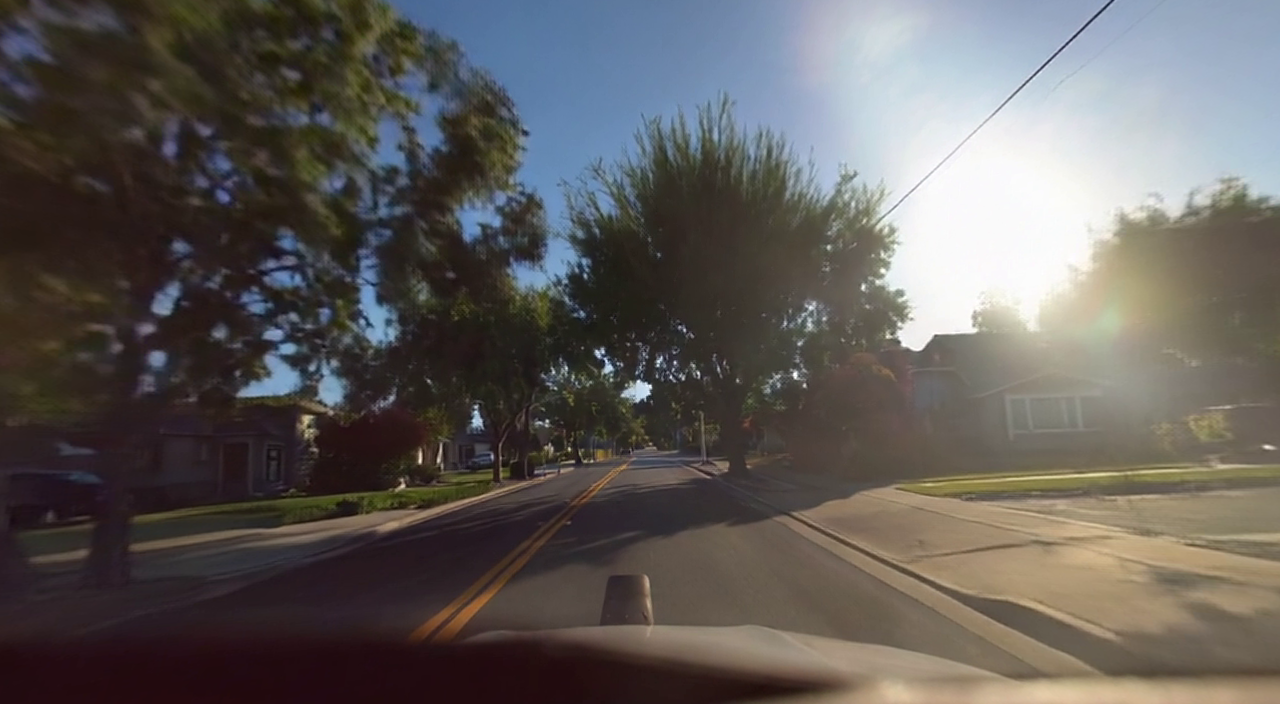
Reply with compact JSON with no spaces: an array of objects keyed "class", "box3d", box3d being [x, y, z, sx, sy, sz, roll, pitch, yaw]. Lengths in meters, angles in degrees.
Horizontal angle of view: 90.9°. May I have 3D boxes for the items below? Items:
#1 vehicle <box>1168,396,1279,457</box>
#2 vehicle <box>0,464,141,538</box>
[{"class":"vehicle","box3d":[18.135,2.119,18.175,1.862,1.612,4.321,-6,-9,-2]},{"class":"vehicle","box3d":[-15.020,3.565,15.320,1.830,1.495,4.641,0,-8,2]}]
